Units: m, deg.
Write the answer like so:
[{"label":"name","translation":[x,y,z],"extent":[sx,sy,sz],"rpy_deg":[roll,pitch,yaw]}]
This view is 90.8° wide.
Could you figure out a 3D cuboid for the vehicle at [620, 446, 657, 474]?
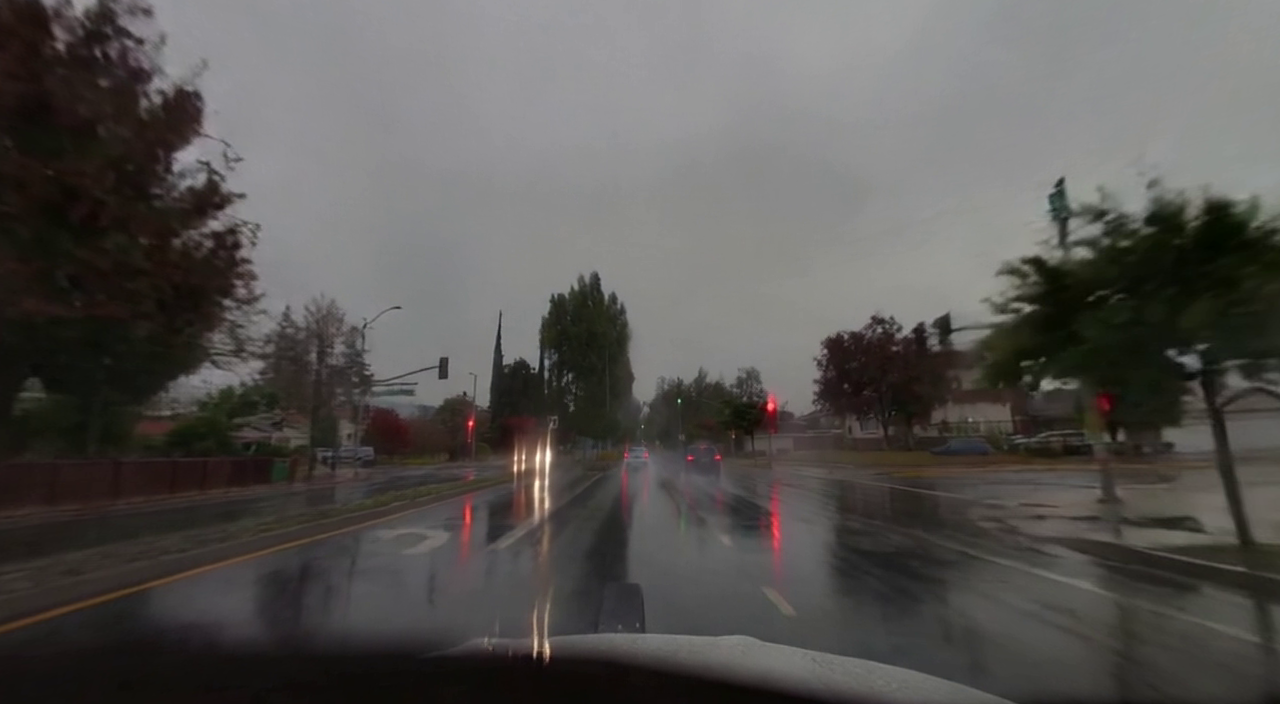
[{"label":"vehicle","translation":[-0.083,6.357,37.469],"extent":[2.018,1.511,3.993],"rpy_deg":[0,-9,0]}]

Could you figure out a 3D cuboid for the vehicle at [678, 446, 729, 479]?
[{"label":"vehicle","translation":[3.110,5.521,31.900],"extent":[2.057,1.496,4.401],"rpy_deg":[1,-9,-1]}]
